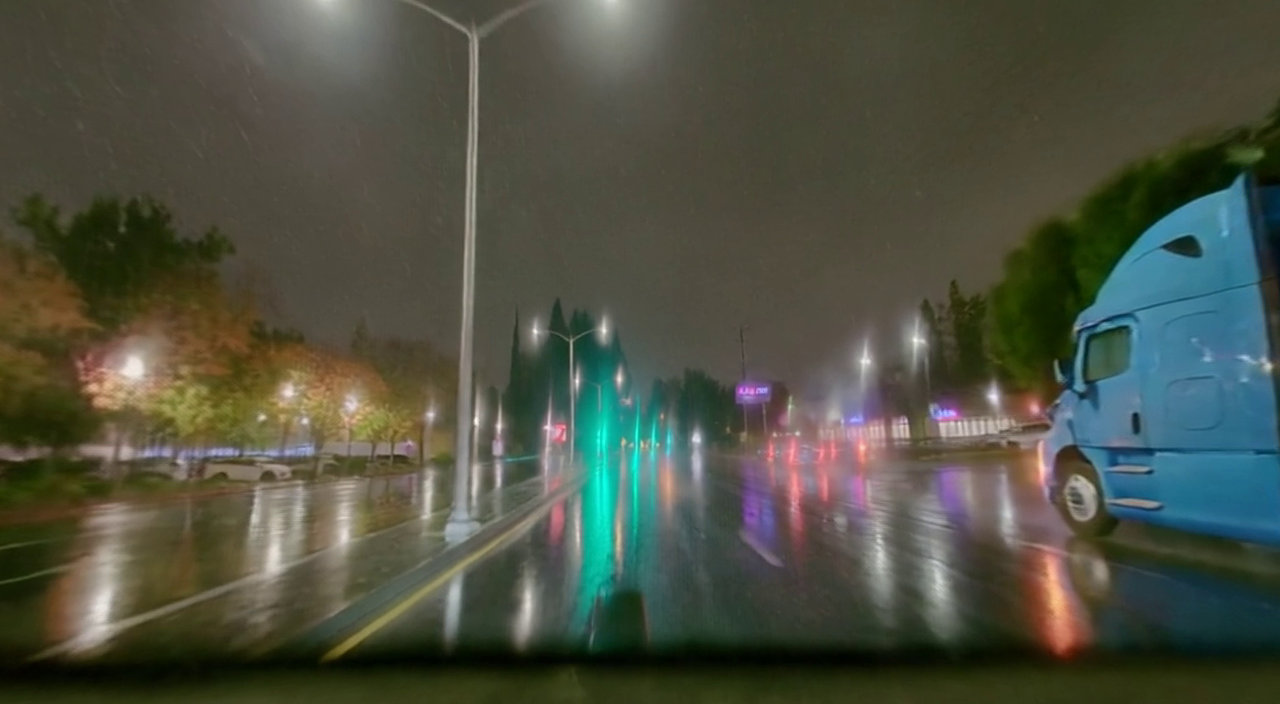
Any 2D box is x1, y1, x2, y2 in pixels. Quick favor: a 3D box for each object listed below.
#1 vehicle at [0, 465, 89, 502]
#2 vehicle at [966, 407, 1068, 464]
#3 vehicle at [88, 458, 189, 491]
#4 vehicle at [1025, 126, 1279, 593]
[{"bbox_3d":[-27.918,5.915,28.495,4.386,1.473,1.863,8,-11,-42],"label":"vehicle"},{"bbox_3d":[25.490,5.781,43.202,2.718,3.538,7.077,-1,-8,3],"label":"vehicle"},{"bbox_3d":[-28.041,6.823,35.478,4.247,1.628,1.933,6,-11,-37],"label":"vehicle"},{"bbox_3d":[6.841,-0.326,2.605,3.120,3.794,11.510,0,-8,-1],"label":"vehicle"}]
